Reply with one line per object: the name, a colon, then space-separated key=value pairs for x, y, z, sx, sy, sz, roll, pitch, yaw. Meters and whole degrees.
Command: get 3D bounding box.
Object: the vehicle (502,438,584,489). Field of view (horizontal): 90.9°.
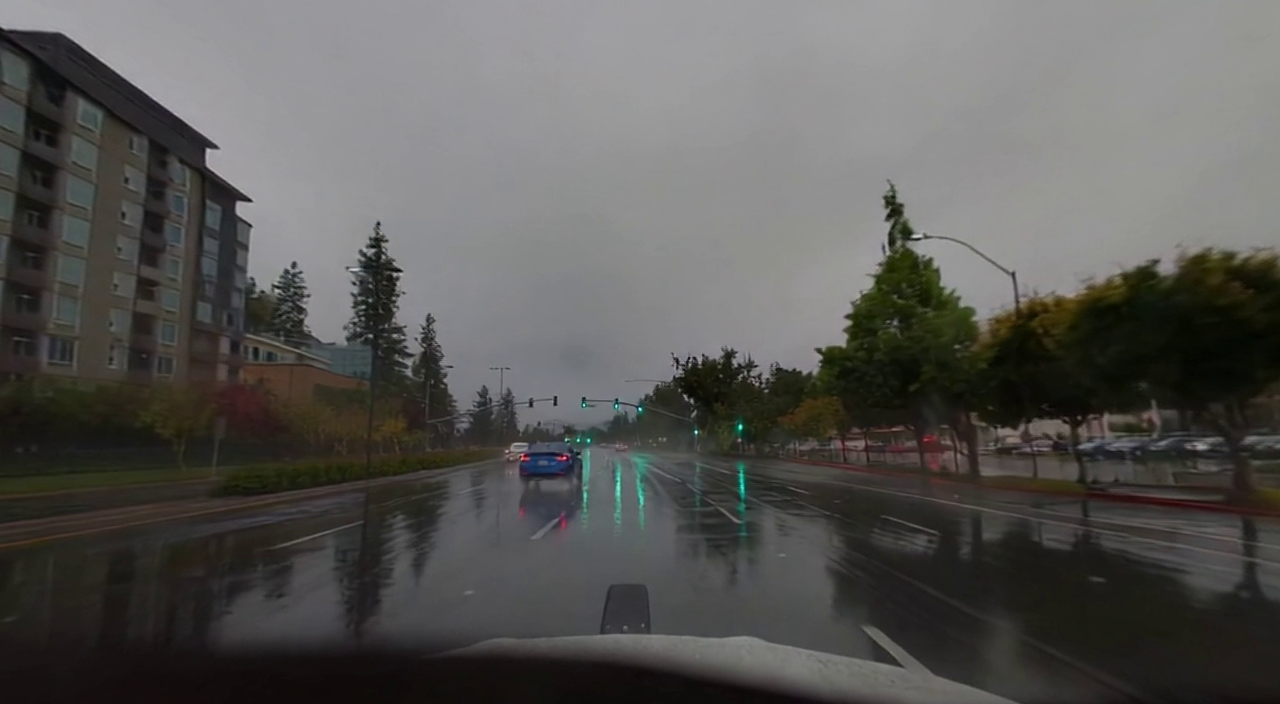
vehicle: x=-3.098 y=3.645 z=21.049 sx=2.009 sy=1.489 sz=4.543 roll=0 pitch=-8 yaw=0
